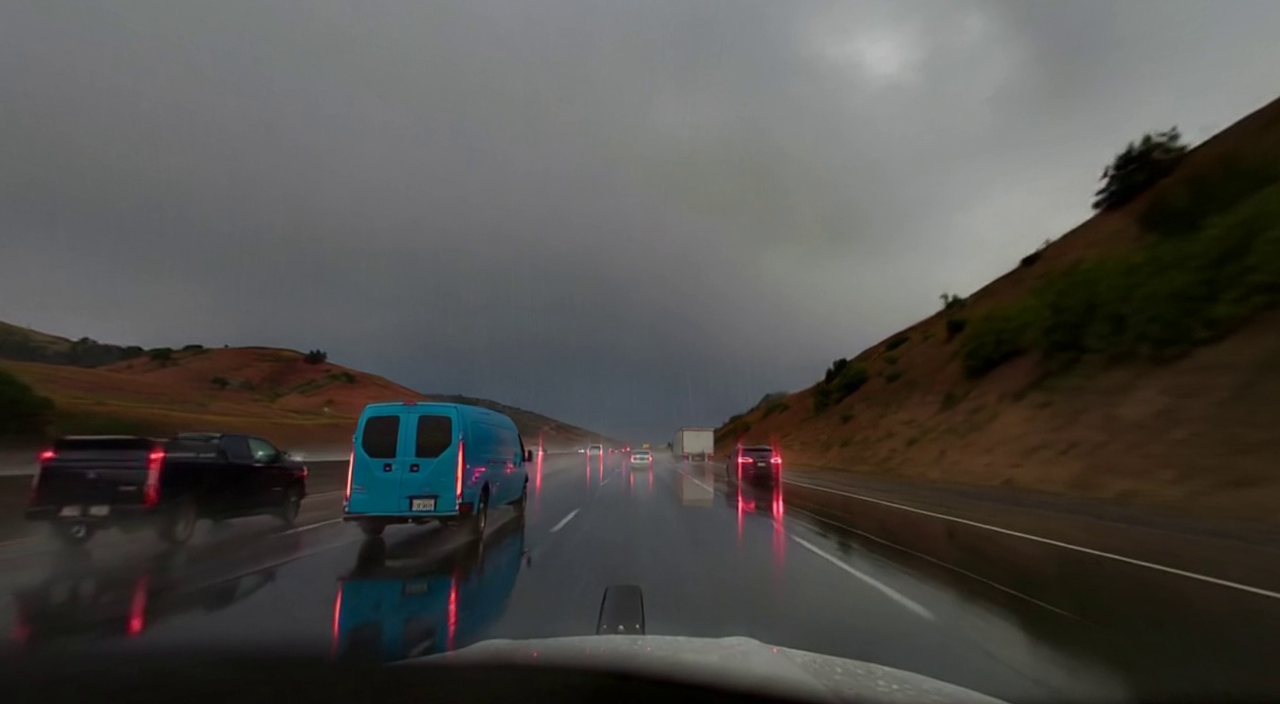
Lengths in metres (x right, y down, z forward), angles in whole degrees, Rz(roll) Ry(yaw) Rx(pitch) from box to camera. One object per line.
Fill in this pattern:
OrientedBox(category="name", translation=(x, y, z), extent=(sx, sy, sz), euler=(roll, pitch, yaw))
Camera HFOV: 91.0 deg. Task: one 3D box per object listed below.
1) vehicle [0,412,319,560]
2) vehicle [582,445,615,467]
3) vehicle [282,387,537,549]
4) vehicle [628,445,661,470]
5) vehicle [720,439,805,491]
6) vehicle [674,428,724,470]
OrientedBox(category="vehicle", translation=(-7.411, 1.960, 9.925), extent=(2.054, 1.715, 4.928), euler=(0, -9, 0))
OrientedBox(category="vehicle", translation=(-3.101, 7.911, 48.162), extent=(2.138, 1.581, 4.340), euler=(0, -9, 1))
OrientedBox(category="vehicle", translation=(-3.626, 2.026, 11.567), extent=(2.421, 2.203, 5.775), euler=(0, -9, 1))
OrientedBox(category="vehicle", translation=(0.299, 6.864, 41.246), extent=(2.014, 1.543, 3.804), euler=(0, -9, 0))
OrientedBox(category="vehicle", translation=(4.086, 3.848, 21.776), extent=(2.051, 1.598, 4.145), euler=(0, -9, -1))
OrientedBox(category="vehicle", translation=(4.096, 6.991, 45.207), extent=(2.877, 2.730, 7.831), euler=(0, -9, 0))
